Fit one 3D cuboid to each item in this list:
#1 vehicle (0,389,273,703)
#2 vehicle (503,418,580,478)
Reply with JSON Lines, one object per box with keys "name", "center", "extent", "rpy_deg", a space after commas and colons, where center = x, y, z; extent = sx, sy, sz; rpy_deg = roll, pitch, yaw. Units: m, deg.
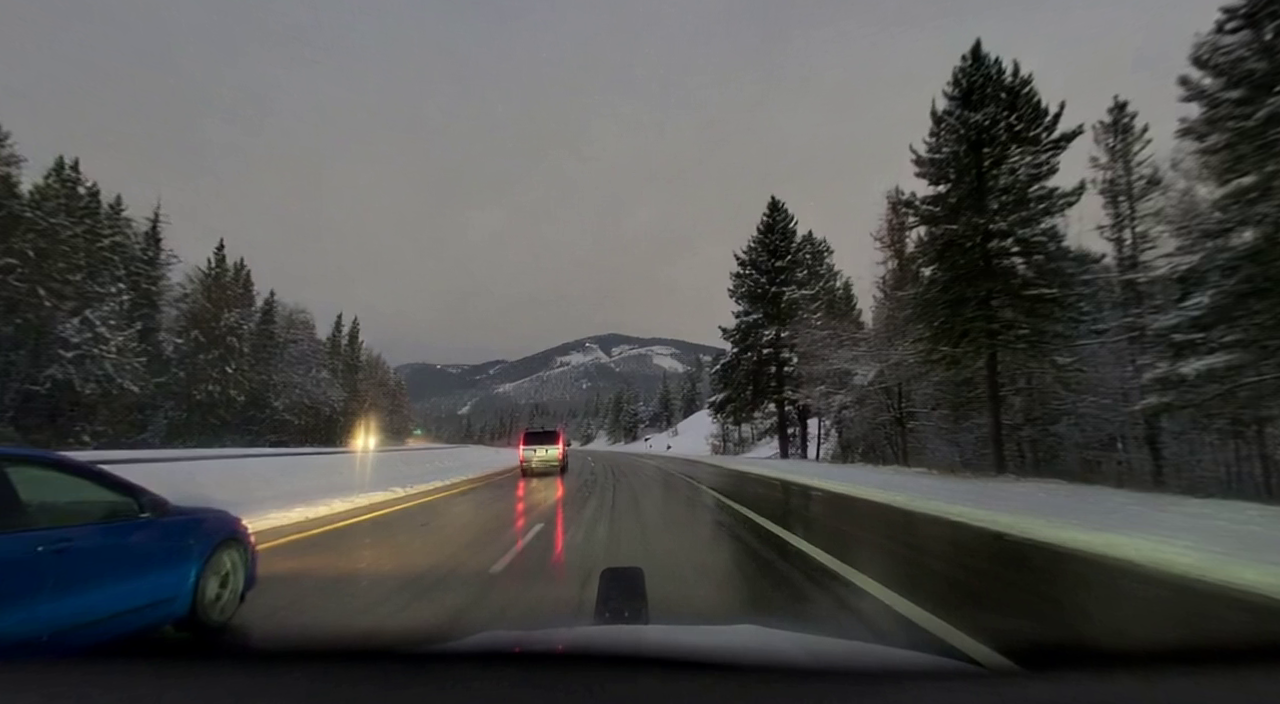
{"name": "vehicle", "center": [-4.021, 0.898, 2.671], "extent": [2.097, 1.511, 4.585], "rpy_deg": [0, -8, 1]}
{"name": "vehicle", "center": [-3.948, 4.001, 26.383], "extent": [2.444, 2.204, 5.568], "rpy_deg": [0, -8, -1]}
